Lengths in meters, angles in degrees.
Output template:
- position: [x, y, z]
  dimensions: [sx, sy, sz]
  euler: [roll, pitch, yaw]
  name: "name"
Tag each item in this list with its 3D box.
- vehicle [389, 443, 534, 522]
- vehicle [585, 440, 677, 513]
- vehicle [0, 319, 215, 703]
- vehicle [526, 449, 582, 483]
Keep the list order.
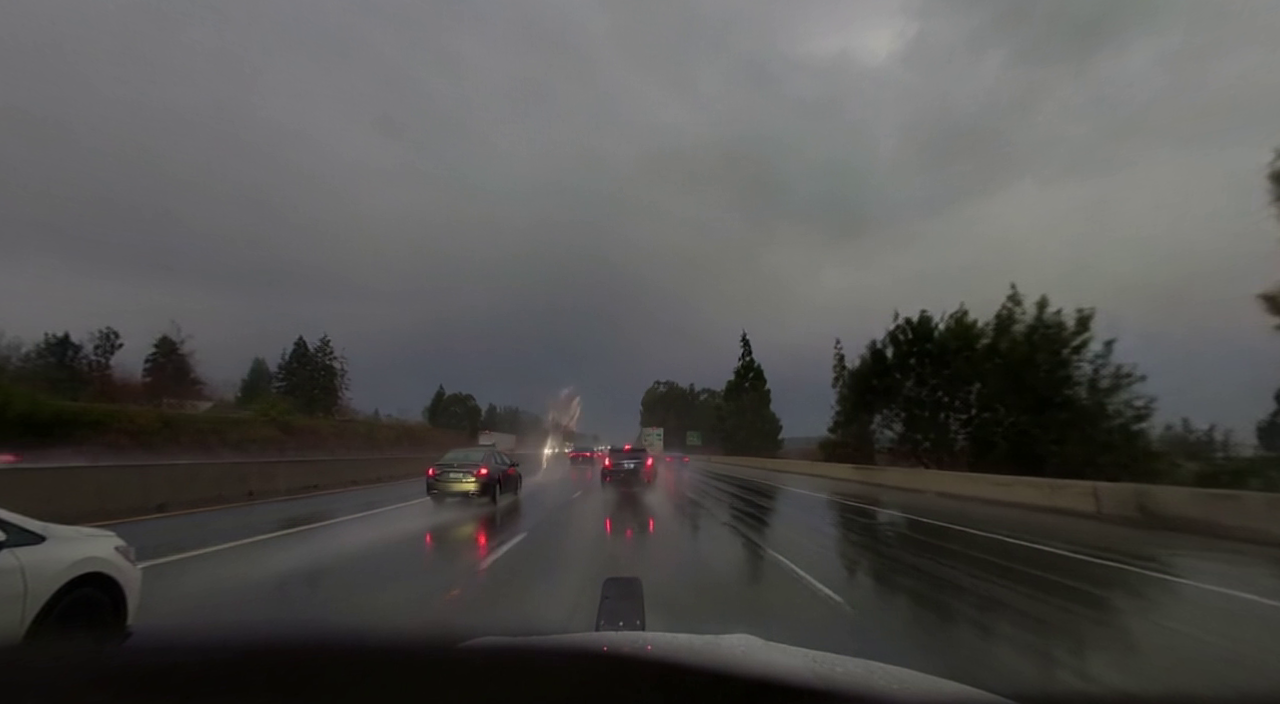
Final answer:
- position: [-3.816, 2.869, 14.397]
  dimensions: [1.988, 1.501, 4.438]
  euler: [0, -9, 0]
  name: "vehicle"
- position: [-0.203, 3.010, 15.579]
  dimensions: [1.996, 1.574, 3.426]
  euler: [0, -9, 0]
  name: "vehicle"
- position: [-3.964, 0.620, 1.592]
  dimensions: [2.243, 1.889, 4.949]
  euler: [0, -9, 1]
  name: "vehicle"
- position: [-4.011, 5.368, 30.096]
  dimensions: [1.999, 1.484, 4.269]
  euler: [0, -9, 1]
  name: "vehicle"
